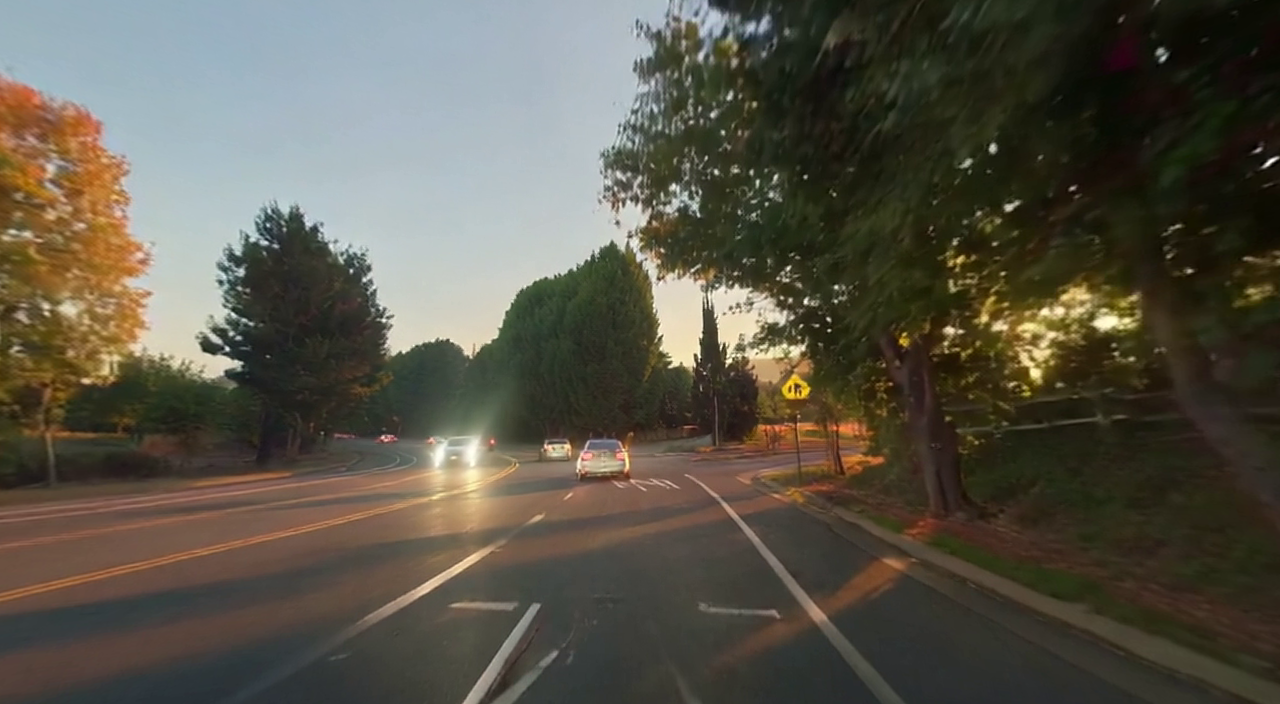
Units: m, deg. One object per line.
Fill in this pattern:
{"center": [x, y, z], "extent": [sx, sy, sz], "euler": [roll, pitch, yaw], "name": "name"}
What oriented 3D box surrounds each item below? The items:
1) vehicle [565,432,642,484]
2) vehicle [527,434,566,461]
{"center": [-1.306, 3.454, 20.782], "extent": [2.296, 1.510, 4.068], "euler": [1, -8, -6], "name": "vehicle"}
{"center": [-5.609, 5.655, 37.333], "extent": [2.080, 1.530, 3.719], "euler": [1, -8, -11], "name": "vehicle"}
